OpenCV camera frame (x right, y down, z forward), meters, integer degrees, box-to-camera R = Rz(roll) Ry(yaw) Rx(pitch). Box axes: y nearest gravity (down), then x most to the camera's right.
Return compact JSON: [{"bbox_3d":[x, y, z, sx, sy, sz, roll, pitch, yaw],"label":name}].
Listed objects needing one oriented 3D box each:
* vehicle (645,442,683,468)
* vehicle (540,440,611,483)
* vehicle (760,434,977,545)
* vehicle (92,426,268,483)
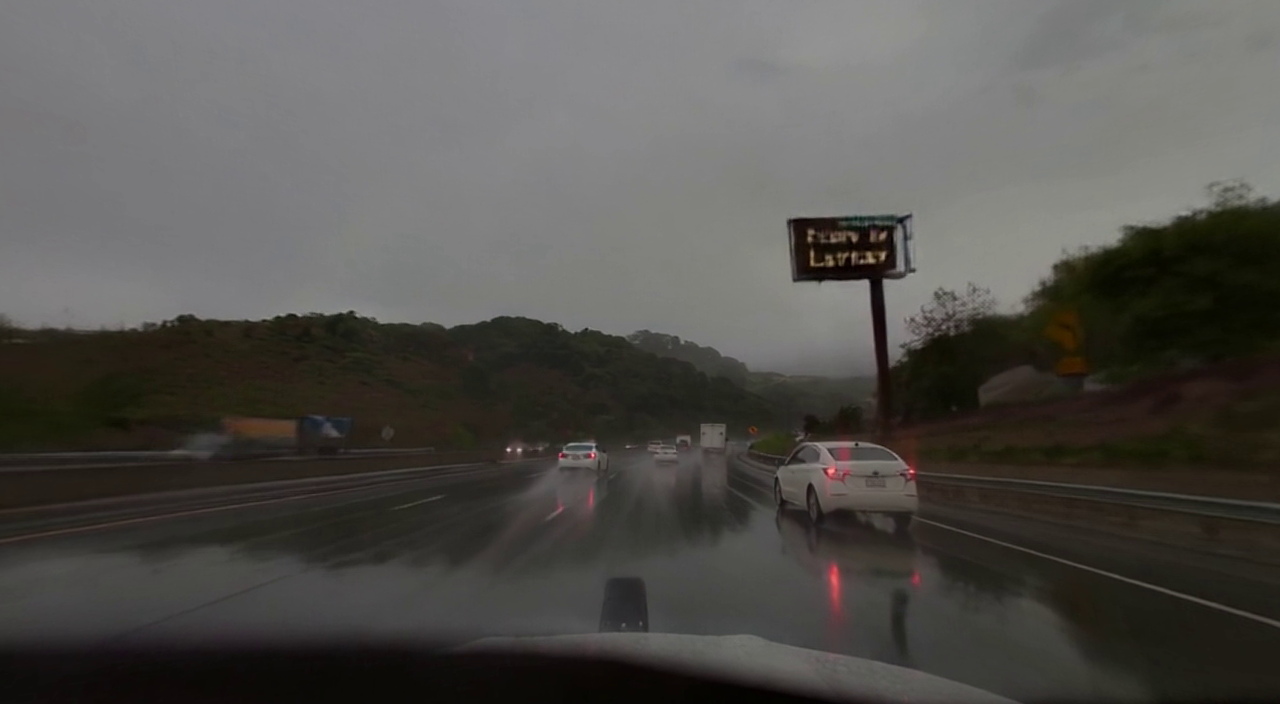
[{"bbox_3d":[1.525,6.263,38.624,2.202,1.467,3.929,-1,-8,4],"label":"vehicle"},{"bbox_3d":[-2.376,4.217,24.608,2.031,1.491,4.792,-1,-8,3],"label":"vehicle"},{"bbox_3d":[3.463,2.153,10.619,2.013,1.464,4.317,0,-8,0],"label":"vehicle"},{"bbox_3d":[-17.039,3.849,23.870,2.389,1.886,5.415,-1,-8,3],"label":"vehicle"}]
